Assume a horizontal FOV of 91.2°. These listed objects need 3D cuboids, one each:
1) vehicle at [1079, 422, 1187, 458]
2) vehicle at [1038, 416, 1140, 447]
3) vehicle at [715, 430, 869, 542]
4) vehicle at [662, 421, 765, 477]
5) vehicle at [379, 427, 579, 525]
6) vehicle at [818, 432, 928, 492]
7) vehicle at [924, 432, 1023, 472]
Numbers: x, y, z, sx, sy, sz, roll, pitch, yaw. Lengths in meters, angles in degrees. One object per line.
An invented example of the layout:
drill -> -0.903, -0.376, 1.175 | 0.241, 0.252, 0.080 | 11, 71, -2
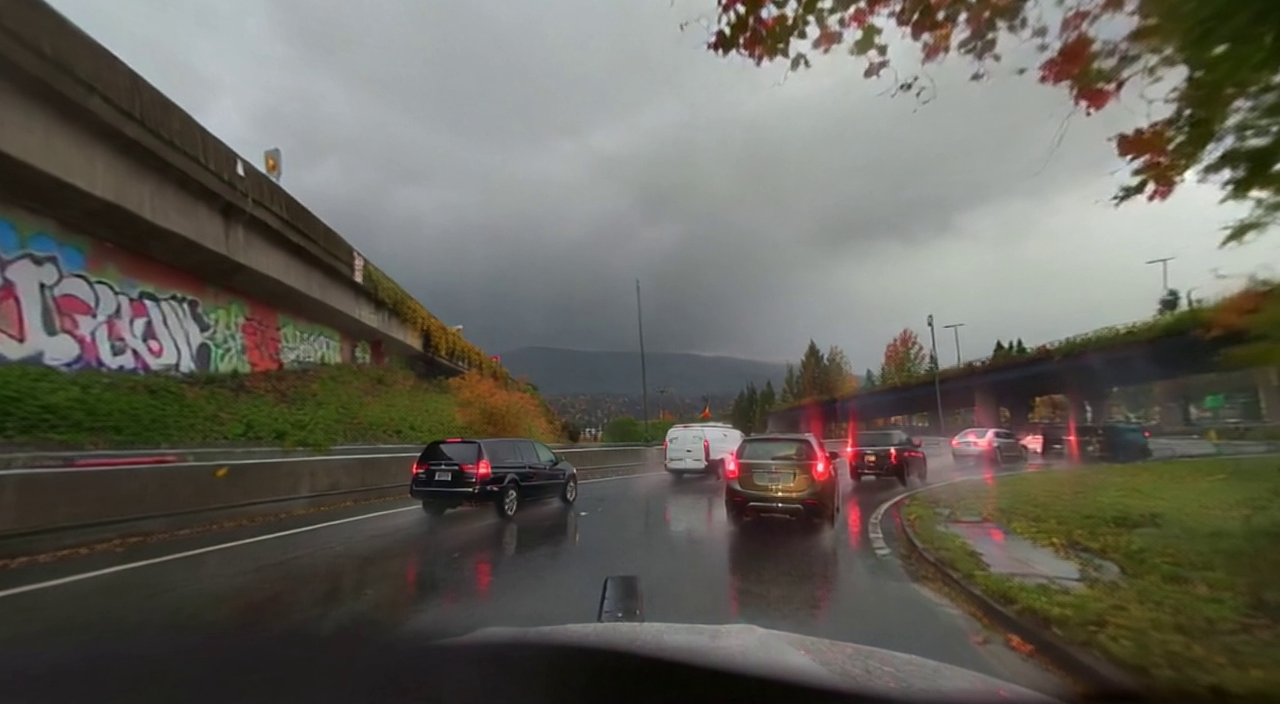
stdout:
vehicle -> 22.171, 4.001, 28.200 | 3.934, 1.485, 1.763 | 3, -10, -17
vehicle -> 24.382, 4.338, 34.095 | 4.309, 1.613, 1.909 | 1, -9, -10
vehicle -> 2.765, 2.185, 10.785 | 2.064, 1.515, 3.722 | -4, -10, 20
vehicle -> 2.758, 3.544, 22.866 | 1.835, 1.825, 4.005 | -8, -12, 39
vehicle -> -2.878, 2.337, 12.283 | 1.921, 1.554, 4.081 | -3, -9, 16
vehicle -> 7.006, 3.212, 18.561 | 1.830, 1.519, 4.253 | -7, -11, 36
vehicle -> 13.358, 3.994, 25.037 | 3.902, 1.446, 1.780 | 6, -11, -34
